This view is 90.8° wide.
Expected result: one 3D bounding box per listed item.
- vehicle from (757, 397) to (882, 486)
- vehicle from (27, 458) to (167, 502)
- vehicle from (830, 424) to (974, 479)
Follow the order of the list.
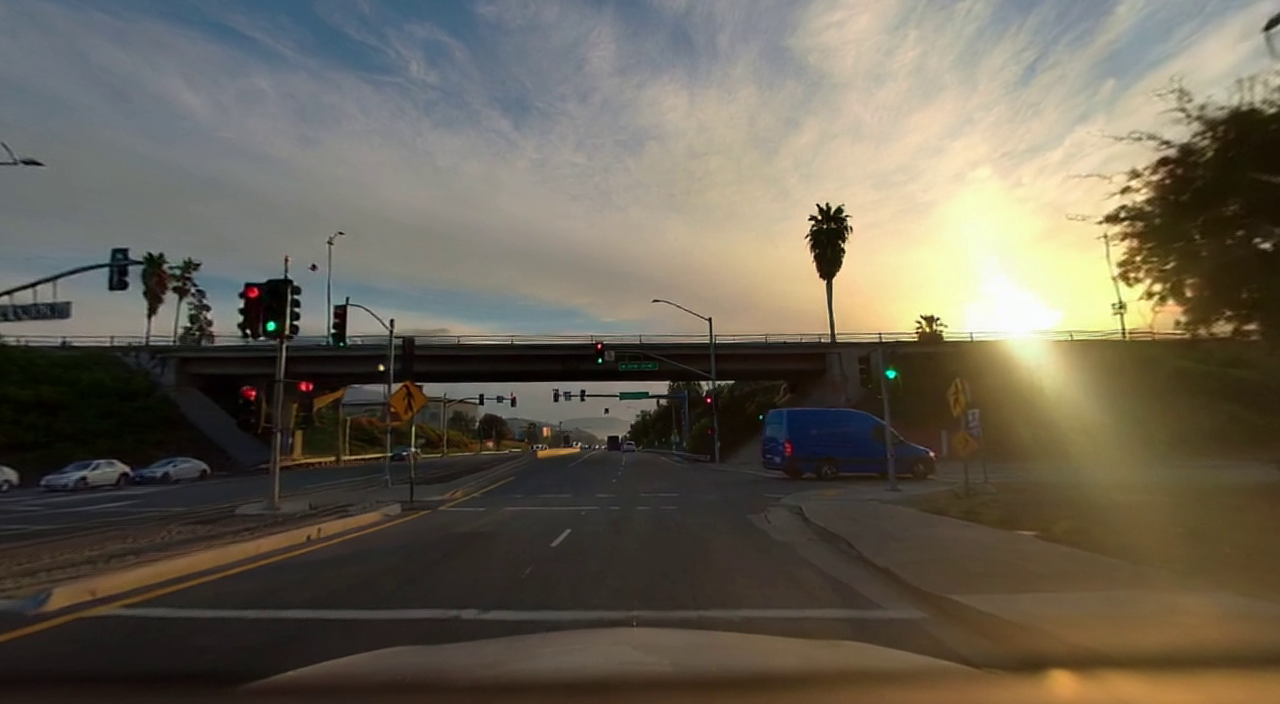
[{"bbox_3d":[6.847,3.383,23.998,4.180,3.020,2.606,7,-11,-41],"label":"vehicle"},{"bbox_3d":[-21.108,4.911,24.552,4.881,1.477,2.204,-4,-9,25],"label":"vehicle"},{"bbox_3d":[11.256,4.226,27.079,6.055,2.140,2.266,5,-9,-28],"label":"vehicle"}]
